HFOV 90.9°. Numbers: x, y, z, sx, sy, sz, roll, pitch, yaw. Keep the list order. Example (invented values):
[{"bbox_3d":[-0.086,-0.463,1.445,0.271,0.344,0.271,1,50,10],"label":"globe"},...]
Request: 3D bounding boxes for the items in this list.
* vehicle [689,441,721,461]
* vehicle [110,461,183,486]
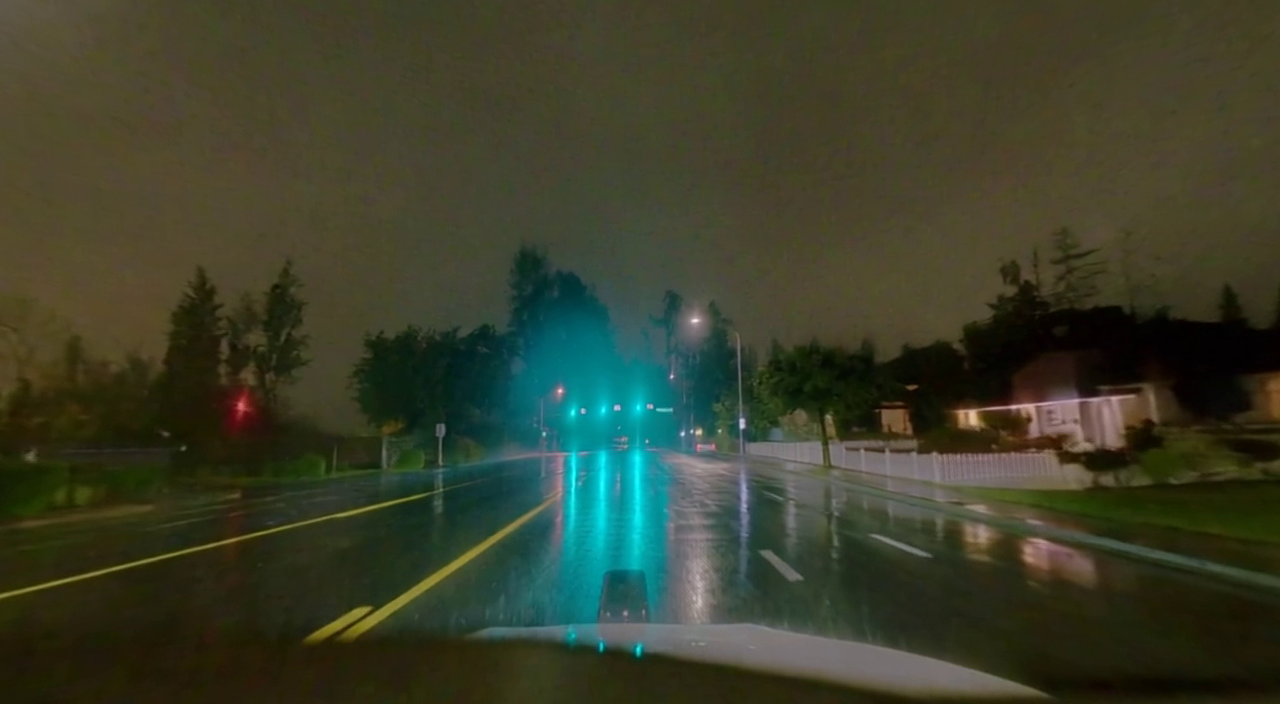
[{"bbox_3d":[4.963,7.641,48.734,1.987,1.448,4.193,0,-8,0],"label":"vehicle"},{"bbox_3d":[-33.173,8.168,42.503,1.713,1.527,3.708,0,-8,4],"label":"vehicle"}]
